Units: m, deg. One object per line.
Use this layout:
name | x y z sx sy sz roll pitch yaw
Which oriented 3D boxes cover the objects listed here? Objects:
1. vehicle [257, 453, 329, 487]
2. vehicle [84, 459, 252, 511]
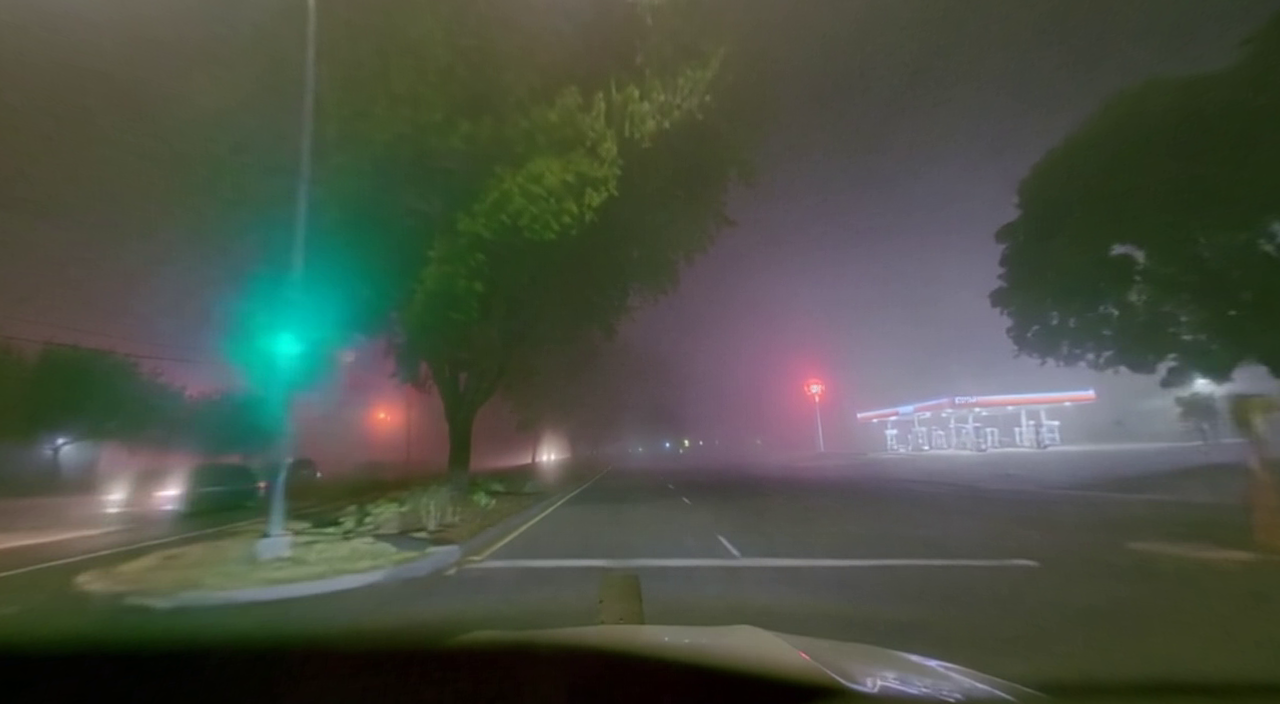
vehicle | -22.330 7.602 40.917 2.076 1.927 4.749 -2 -9 -2
vehicle | -15.886 4.465 21.709 1.971 1.492 4.878 0 -9 0
